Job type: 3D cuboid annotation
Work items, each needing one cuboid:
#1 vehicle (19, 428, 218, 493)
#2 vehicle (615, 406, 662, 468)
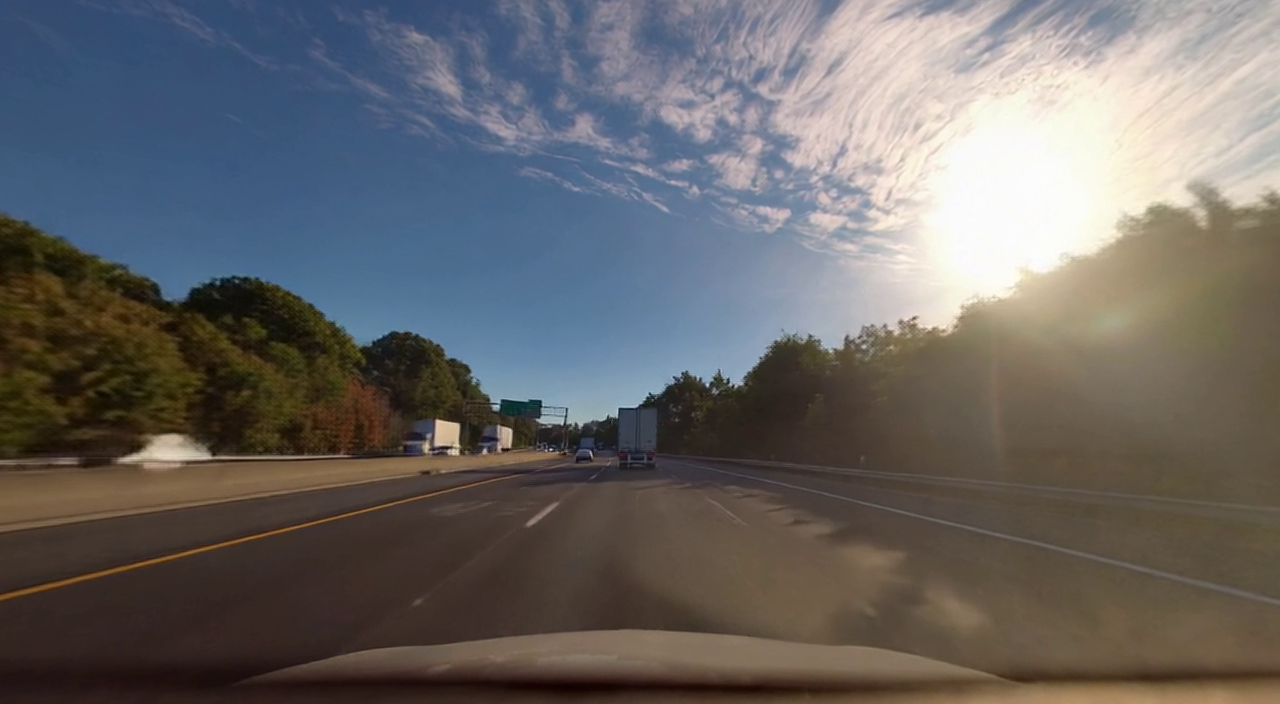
[{"bbox_3d":[-13.128,2.757,16.264,1.770,1.469,3.967,0,-9,-1],"label":"vehicle"},{"bbox_3d":[-0.222,6.244,45.554,2.962,3.953,10.696,0,-9,-1],"label":"vehicle"}]
